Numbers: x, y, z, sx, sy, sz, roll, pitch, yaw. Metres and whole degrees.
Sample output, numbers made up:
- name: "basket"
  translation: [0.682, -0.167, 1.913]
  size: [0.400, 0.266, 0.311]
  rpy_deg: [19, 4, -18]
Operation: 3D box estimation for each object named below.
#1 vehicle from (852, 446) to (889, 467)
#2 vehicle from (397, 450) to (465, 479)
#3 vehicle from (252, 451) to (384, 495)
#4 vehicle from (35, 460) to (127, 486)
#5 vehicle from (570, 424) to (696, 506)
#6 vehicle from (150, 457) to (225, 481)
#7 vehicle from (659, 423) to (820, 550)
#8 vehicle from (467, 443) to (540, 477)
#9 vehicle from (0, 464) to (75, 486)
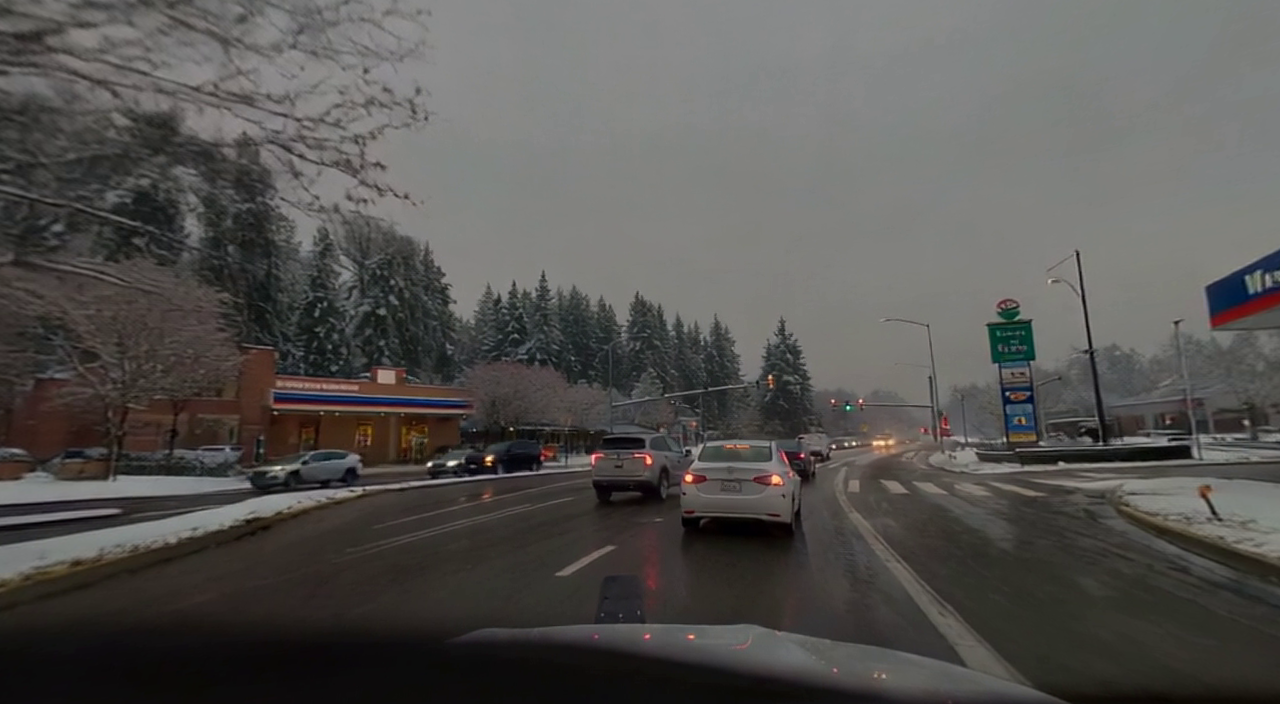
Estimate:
- name: "vehicle"
  translation: [16.914, 7.655, 46.391]
  size: [1.916, 1.462, 4.487]
  rpy_deg: [-2, -9, 12]
- name: "vehicle"
  translation: [-12.933, 6.960, 39.243]
  size: [1.926, 1.693, 4.445]
  rpy_deg: [-2, -9, 13]
- name: "vehicle"
  translation: [-12.691, 4.753, 25.266]
  size: [1.894, 1.528, 4.849]
  rpy_deg: [-2, -9, 14]
- name: "vehicle"
  translation: [-34.758, 7.510, 39.180]
  size: [4.384, 1.490, 2.031]
  rpy_deg: [-2, -8, 14]
- name: "vehicle"
  translation: [0.024, 2.826, 16.195]
  size: [2.102, 1.774, 4.662]
  rpy_deg: [-2, -9, 14]
- name: "vehicle"
  translation: [-32.439, 8.349, 45.113]
  size: [4.507, 1.533, 1.999]
  rpy_deg: [-3, -9, 18]
- name: "vehicle"
  translation: [1.772, 2.023, 10.163]
  size: [2.060, 1.580, 3.980]
  rpy_deg: [-2, -9, 15]
- name: "vehicle"
  translation: [-7.245, 5.769, 33.860]
  size: [2.088, 1.693, 4.491]
  rpy_deg: [-2, -9, 12]
- name: "vehicle"
  translation: [-42.361, 8.582, 44.128]
  size: [1.603, 1.398, 3.616]
  rpy_deg: [-5, -10, 26]
